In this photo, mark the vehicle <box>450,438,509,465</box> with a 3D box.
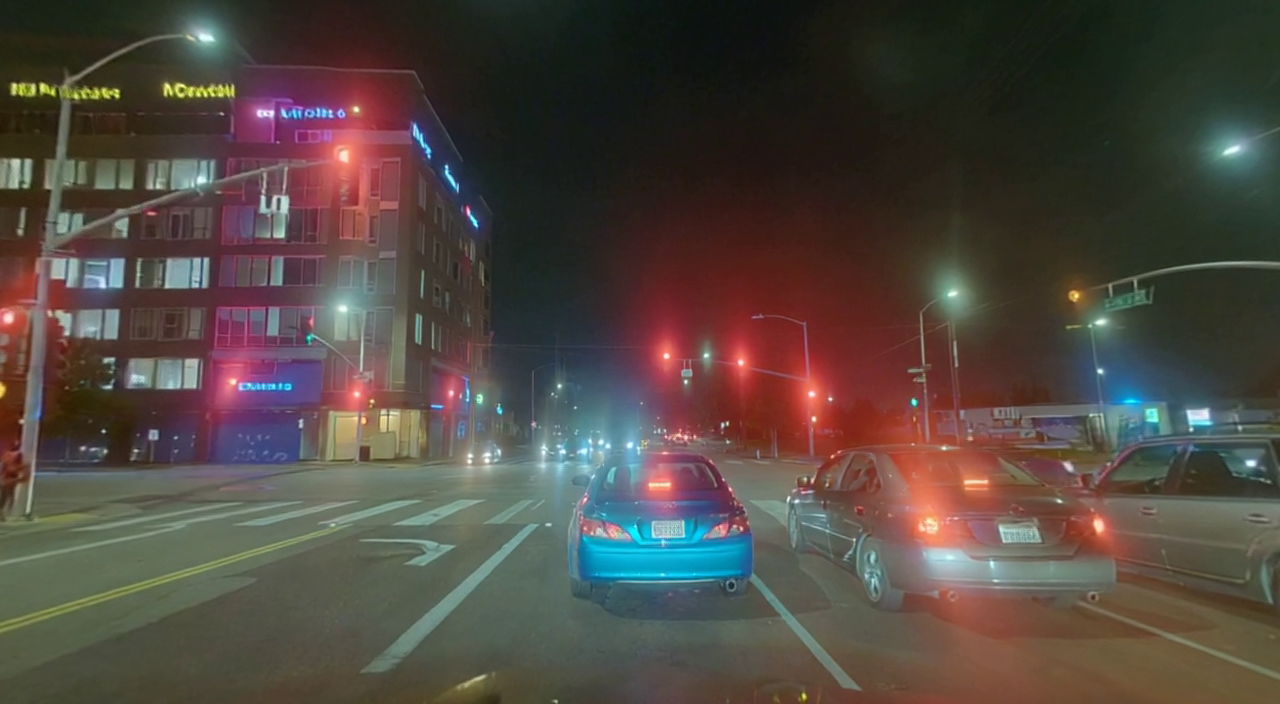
[{"bbox_3d":[-9.997,6.254,39.559,2.030,1.596,3.912,-2,-9,11],"label":"vehicle"}]

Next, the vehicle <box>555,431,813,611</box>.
[{"bbox_3d":[0.290,1.696,7.301,2.132,1.464,4.089,0,-8,-2],"label":"vehicle"}]

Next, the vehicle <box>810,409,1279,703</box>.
[{"bbox_3d":[2.820,1.286,4.551,1.961,1.498,4.356,0,-8,0],"label":"vehicle"}]
